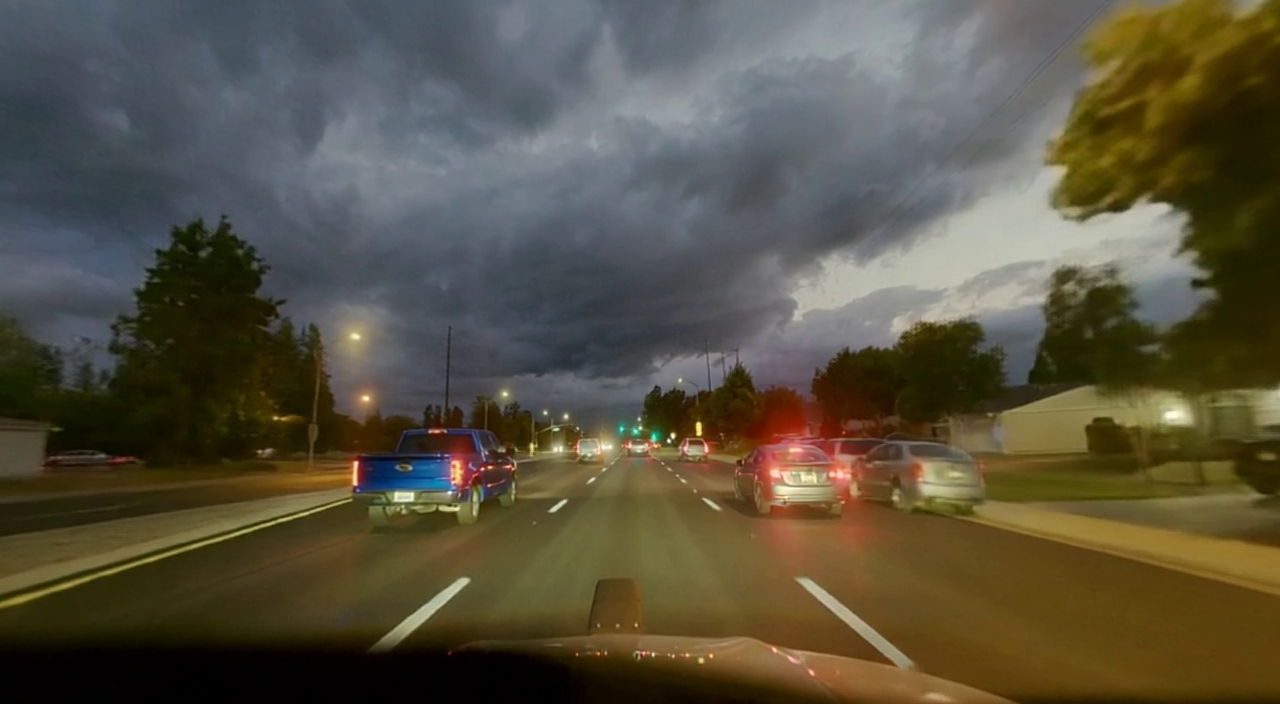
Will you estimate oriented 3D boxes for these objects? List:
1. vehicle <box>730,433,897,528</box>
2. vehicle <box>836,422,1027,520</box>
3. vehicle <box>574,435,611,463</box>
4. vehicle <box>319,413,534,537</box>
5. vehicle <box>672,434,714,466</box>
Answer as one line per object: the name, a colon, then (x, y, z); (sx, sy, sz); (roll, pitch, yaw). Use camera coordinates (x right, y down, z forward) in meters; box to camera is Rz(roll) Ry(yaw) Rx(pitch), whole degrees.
vehicle: (3.032, 2.324, 12.076); (1.884, 1.463, 4.195); (0, -8, -2)
vehicle: (6.334, 2.624, 14.554); (2.031, 1.837, 4.822); (0, -8, -1)
vehicle: (-3.279, 6.747, 44.082); (2.218, 1.829, 4.492); (0, -8, 0)
vehicle: (-3.490, 2.134, 11.705); (2.111, 1.745, 5.274); (0, -8, 0)
vehicle: (3.208, 6.033, 39.146); (2.099, 1.845, 4.363); (0, -8, -2)
